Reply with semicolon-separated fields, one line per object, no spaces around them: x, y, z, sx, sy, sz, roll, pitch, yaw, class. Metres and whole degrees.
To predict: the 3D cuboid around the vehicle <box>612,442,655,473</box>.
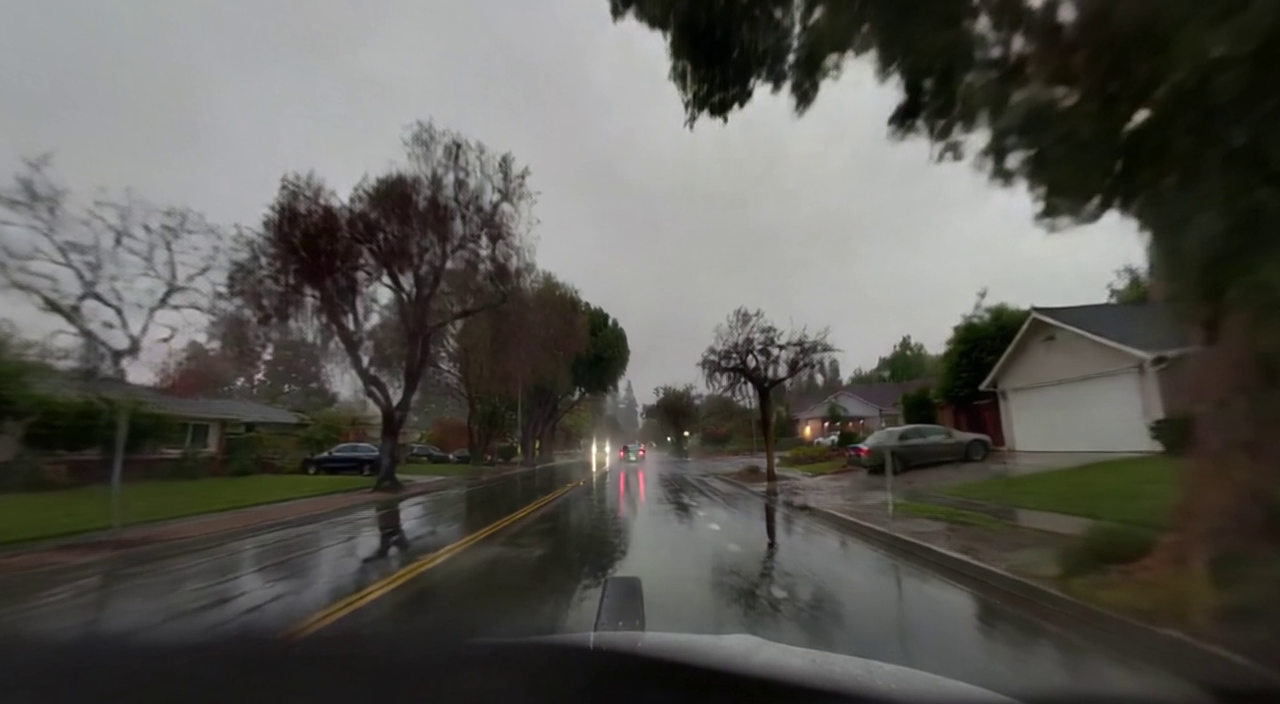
-0.307;5.425;32.808;2.098;1.483;4.099;0;-9;0;vehicle

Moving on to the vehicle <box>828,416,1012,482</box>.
8.700;3.028;19.956;4.740;1.467;2.074;-6;-8;-3;vehicle
